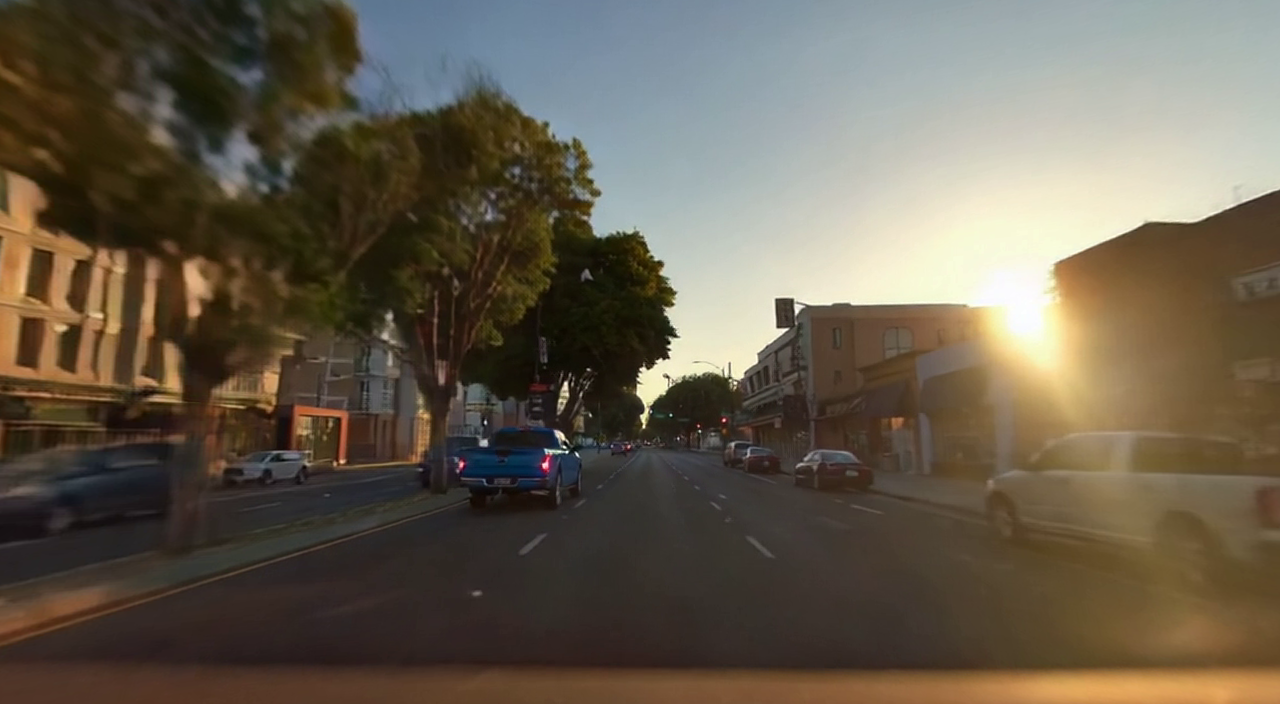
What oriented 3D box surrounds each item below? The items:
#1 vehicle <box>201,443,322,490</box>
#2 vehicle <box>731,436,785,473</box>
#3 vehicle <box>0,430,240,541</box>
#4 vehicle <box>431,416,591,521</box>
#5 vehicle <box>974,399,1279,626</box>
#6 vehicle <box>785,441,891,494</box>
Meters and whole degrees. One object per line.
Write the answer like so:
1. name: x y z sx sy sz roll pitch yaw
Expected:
1. vehicle: -16.132 4.893 27.291 2.030 1.801 5.036 0 -9 1
2. vehicle: 6.196 5.450 33.702 2.043 1.841 4.842 0 -9 1
3. vehicle: -10.263 2.433 12.157 2.110 1.714 4.500 0 -9 0
4. vehicle: -2.441 2.423 13.632 2.197 1.786 5.365 0 -9 1
5. vehicle: 5.963 1.555 6.959 2.018 1.743 4.529 0 -9 0
6. vehicle: 6.193 3.636 20.256 1.988 1.514 3.962 0 -9 -1
